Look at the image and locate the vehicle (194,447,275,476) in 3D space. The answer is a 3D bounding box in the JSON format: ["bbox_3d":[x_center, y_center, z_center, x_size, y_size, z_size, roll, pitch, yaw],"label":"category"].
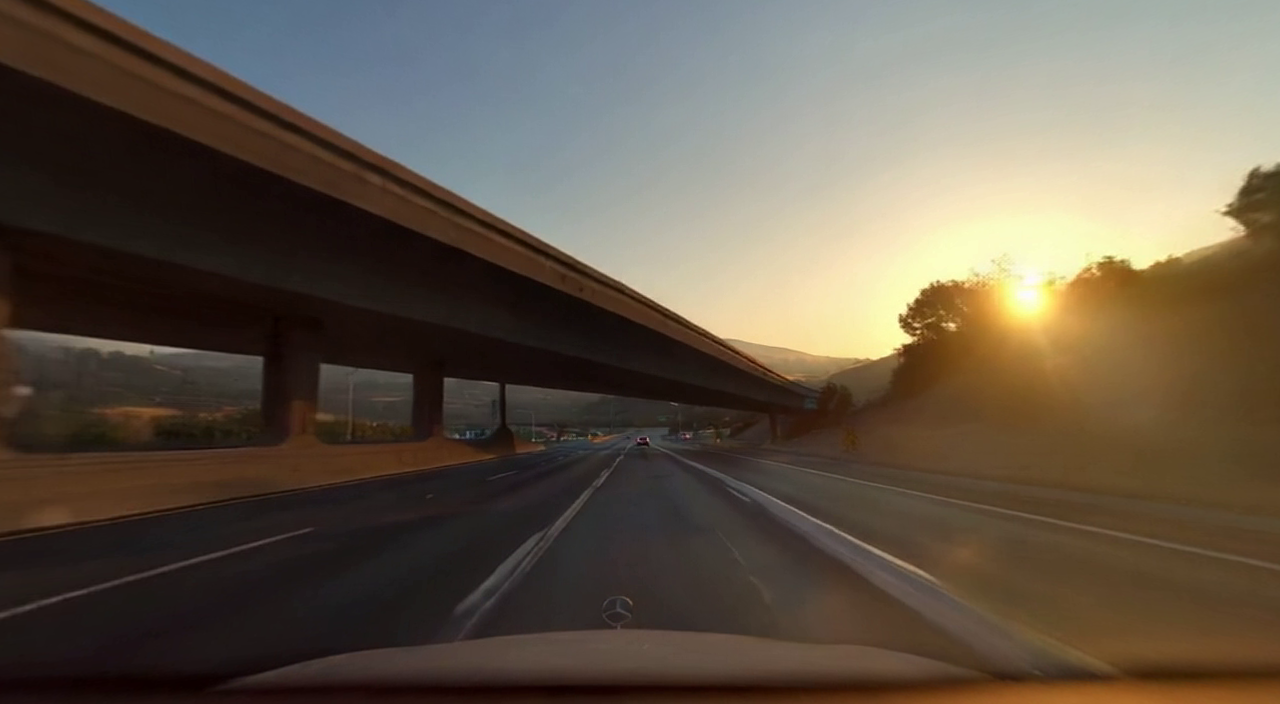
[{"bbox_3d":[-22.625,6.096,35.262,1.776,1.493,4.020,0,-8,1],"label":"vehicle"}]
